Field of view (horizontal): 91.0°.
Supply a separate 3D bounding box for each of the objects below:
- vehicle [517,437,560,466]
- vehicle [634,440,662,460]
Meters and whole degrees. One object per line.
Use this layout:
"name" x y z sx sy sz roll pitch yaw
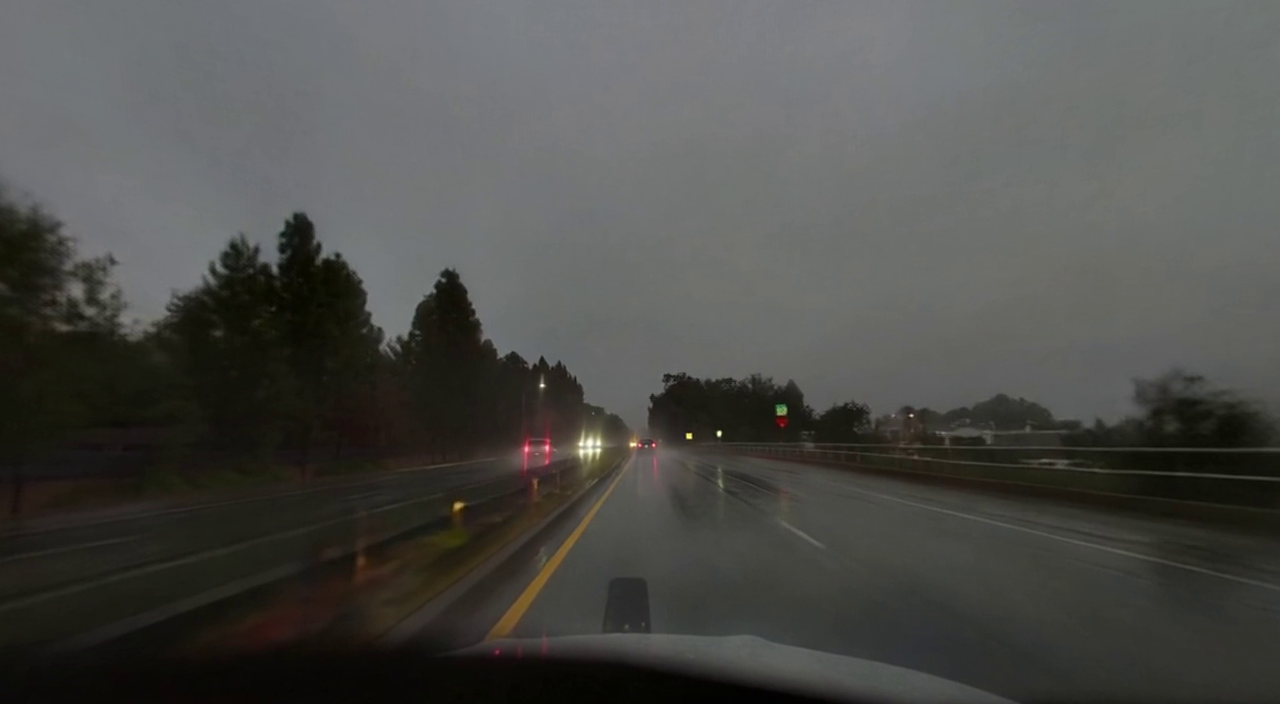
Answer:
"vehicle" -6.925 6.836 43.338 2.068 1.897 4.372 0 -8 2
"vehicle" 0.578 7.458 48.068 2.061 1.469 3.782 0 -8 1
